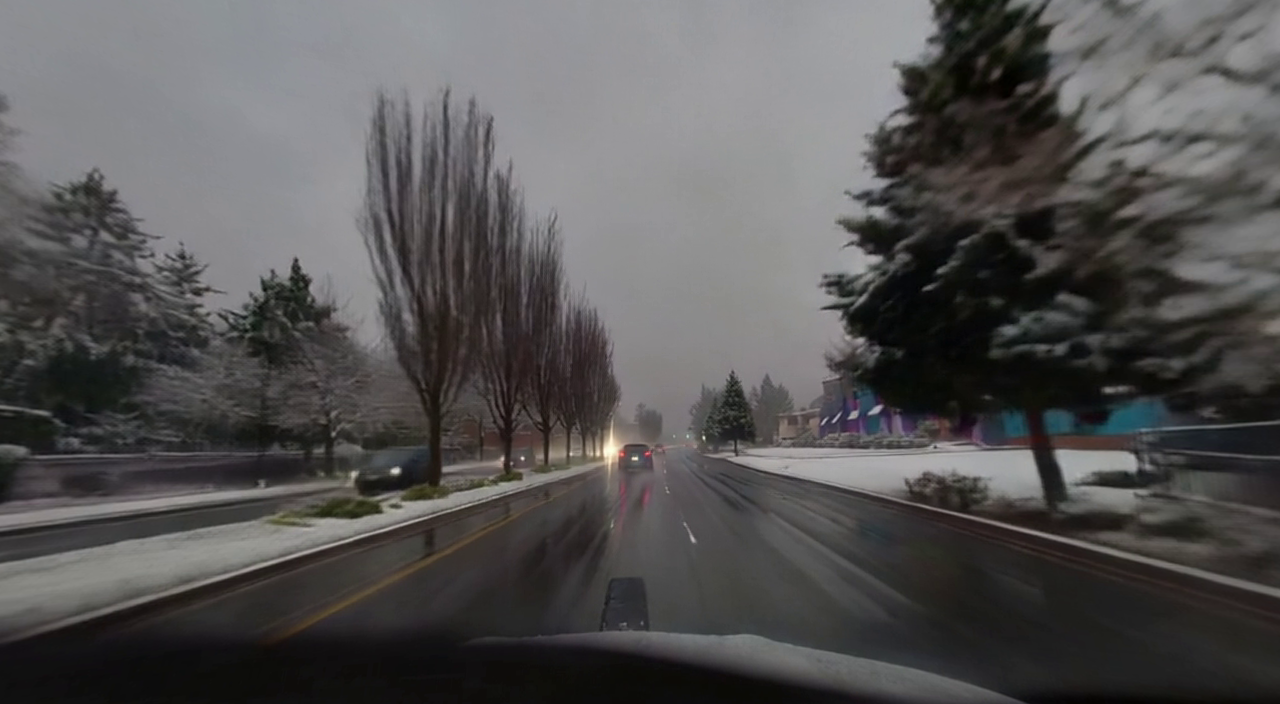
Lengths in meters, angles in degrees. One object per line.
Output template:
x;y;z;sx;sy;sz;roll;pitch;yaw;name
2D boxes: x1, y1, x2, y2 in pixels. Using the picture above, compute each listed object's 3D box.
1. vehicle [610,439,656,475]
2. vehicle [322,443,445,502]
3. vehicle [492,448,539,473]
-0.253;5.291;32.058;2.129;1.713;4.314;0;-8;2;vehicle
-8.545;4.023;21.550;2.093;1.772;4.478;0;-8;3;vehicle
-8.105;7.075;41.437;1.935;1.522;4.348;0;-8;4;vehicle
